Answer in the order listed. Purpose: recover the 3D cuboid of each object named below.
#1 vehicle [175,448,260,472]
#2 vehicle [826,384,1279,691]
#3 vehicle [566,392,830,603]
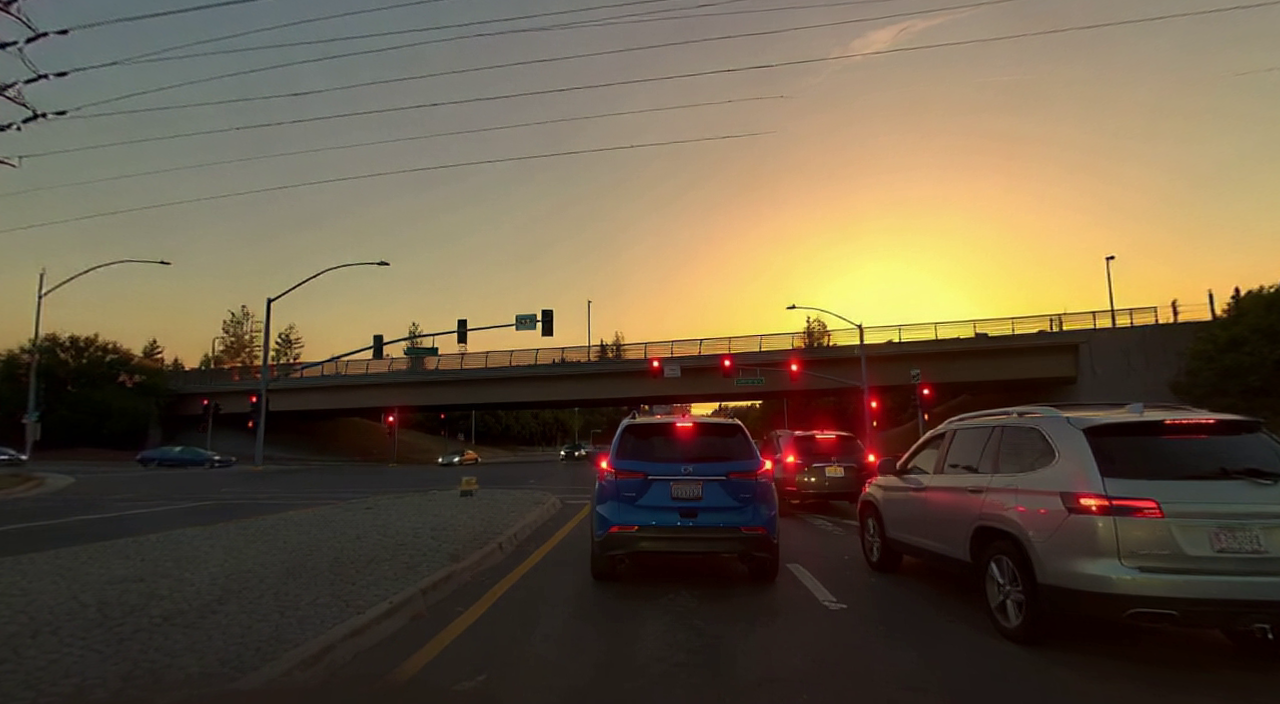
[{"bbox_3d":[-26.500,6.743,39.602,4.647,1.453,1.881,-3,-9,19],"label":"vehicle"},{"bbox_3d":[3.401,1.339,5.785,1.990,1.649,4.625,0,-8,0],"label":"vehicle"},{"bbox_3d":[0.443,1.557,7.621,2.240,1.778,4.335,0,-8,-1],"label":"vehicle"}]
